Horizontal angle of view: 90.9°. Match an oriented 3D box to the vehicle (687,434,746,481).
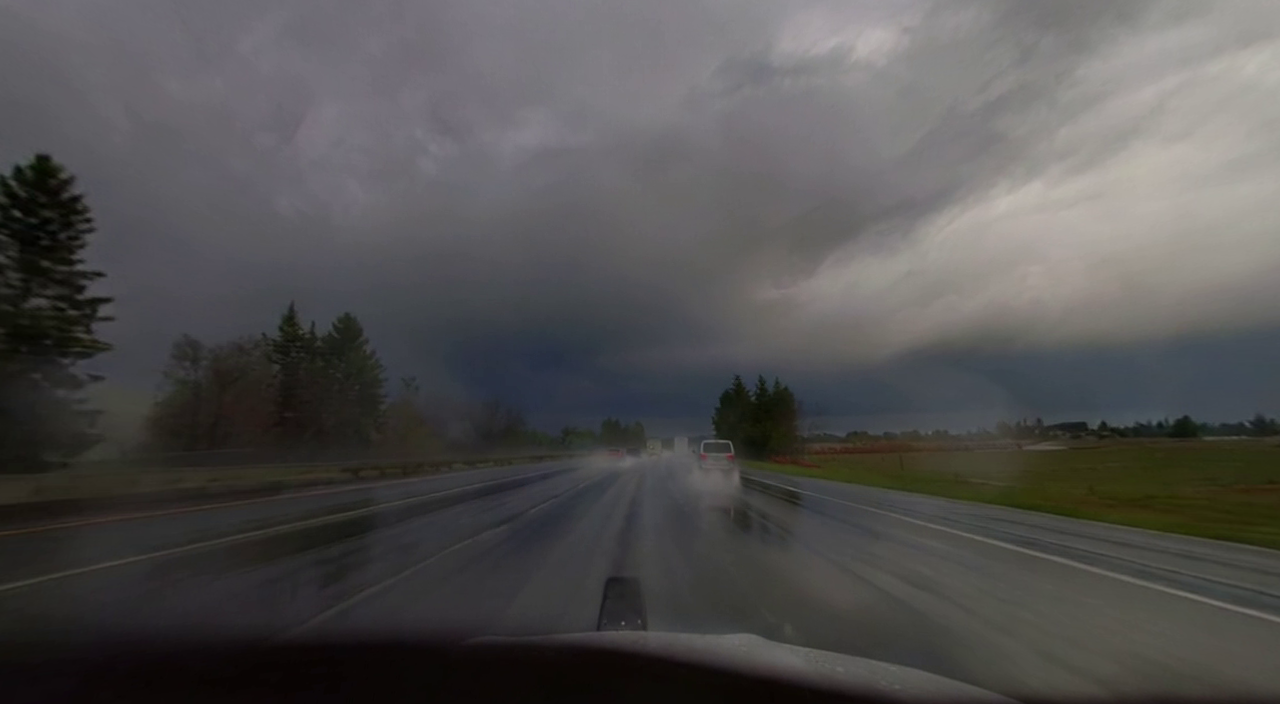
[{"bbox_3d":[3.502,4.974,29.801,2.219,2.033,4.911,0,-9,1],"label":"vehicle"}]
